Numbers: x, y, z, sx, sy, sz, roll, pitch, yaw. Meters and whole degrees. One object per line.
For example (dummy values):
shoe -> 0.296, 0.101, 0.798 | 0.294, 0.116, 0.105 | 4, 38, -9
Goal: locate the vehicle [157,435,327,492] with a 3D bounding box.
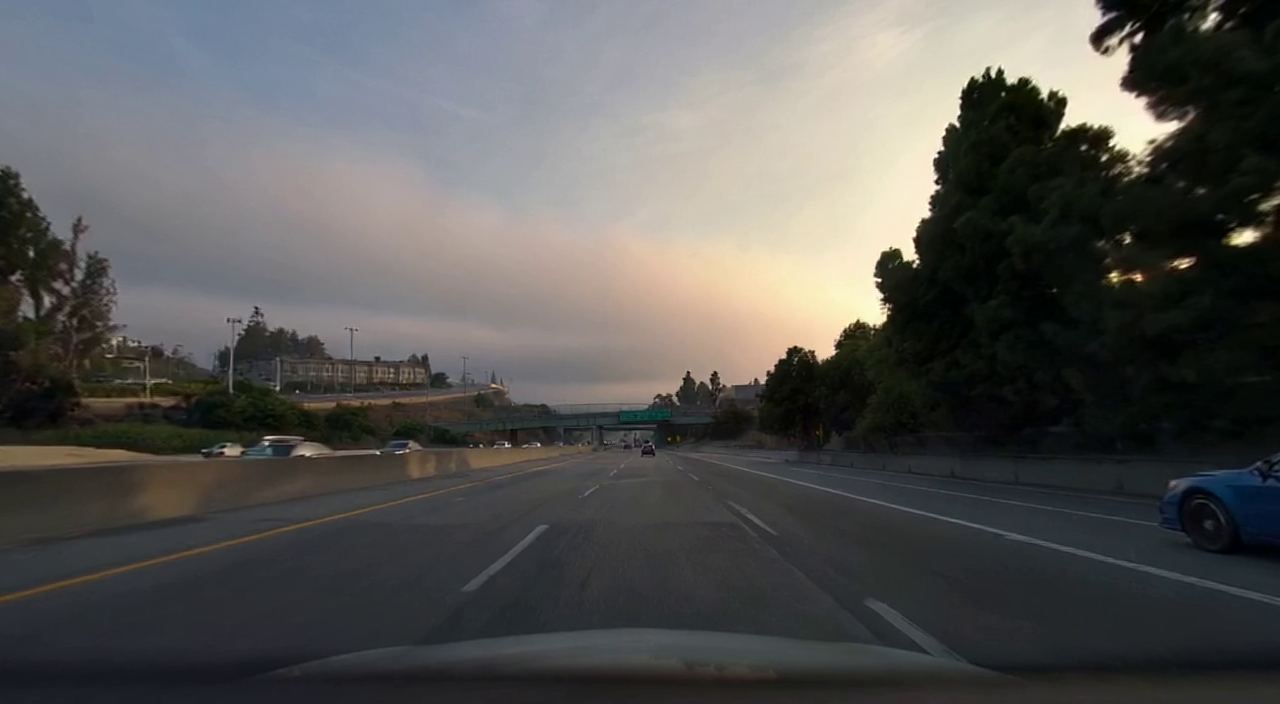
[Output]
vehicle -> -11.508, 3.237, 18.724 | 1.907, 1.475, 4.661 | 0, -8, 1

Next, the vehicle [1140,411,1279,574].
vehicle -> 7.570, 1.345, 5.817 | 2.031, 1.651, 4.791 | 0, -8, 1

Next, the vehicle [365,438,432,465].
vehicle -> -14.656, 6.069, 38.549 | 1.990, 1.513, 5.047 | 0, -8, 1
